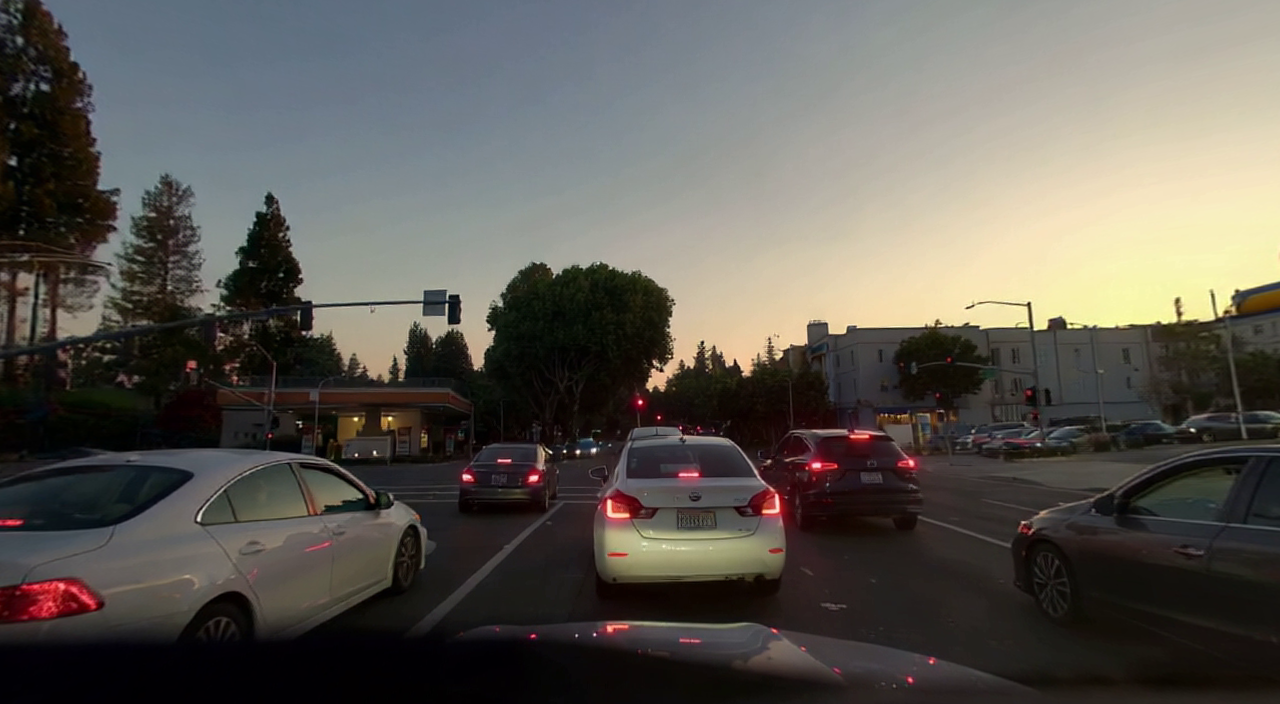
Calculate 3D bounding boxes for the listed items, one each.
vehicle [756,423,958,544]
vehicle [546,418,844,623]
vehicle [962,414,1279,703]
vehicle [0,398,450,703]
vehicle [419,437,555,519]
[{"bbox_3d":[3.374,2.122,10.785,1.947,1.630,4.127,0,-9,0],"label":"vehicle"},{"bbox_3d":[0.356,1.581,6.922,2.220,1.507,4.317,0,-9,-1],"label":"vehicle"},{"bbox_3d":[4.167,1.136,3.629,1.950,1.497,4.686,0,-9,-3],"label":"vehicle"},{"bbox_3d":[-3.016,1.250,4.598,1.887,1.493,4.255,0,-9,1],"label":"vehicle"},{"bbox_3d":[-3.084,2.637,13.685,1.867,1.474,4.237,0,-9,0],"label":"vehicle"}]
